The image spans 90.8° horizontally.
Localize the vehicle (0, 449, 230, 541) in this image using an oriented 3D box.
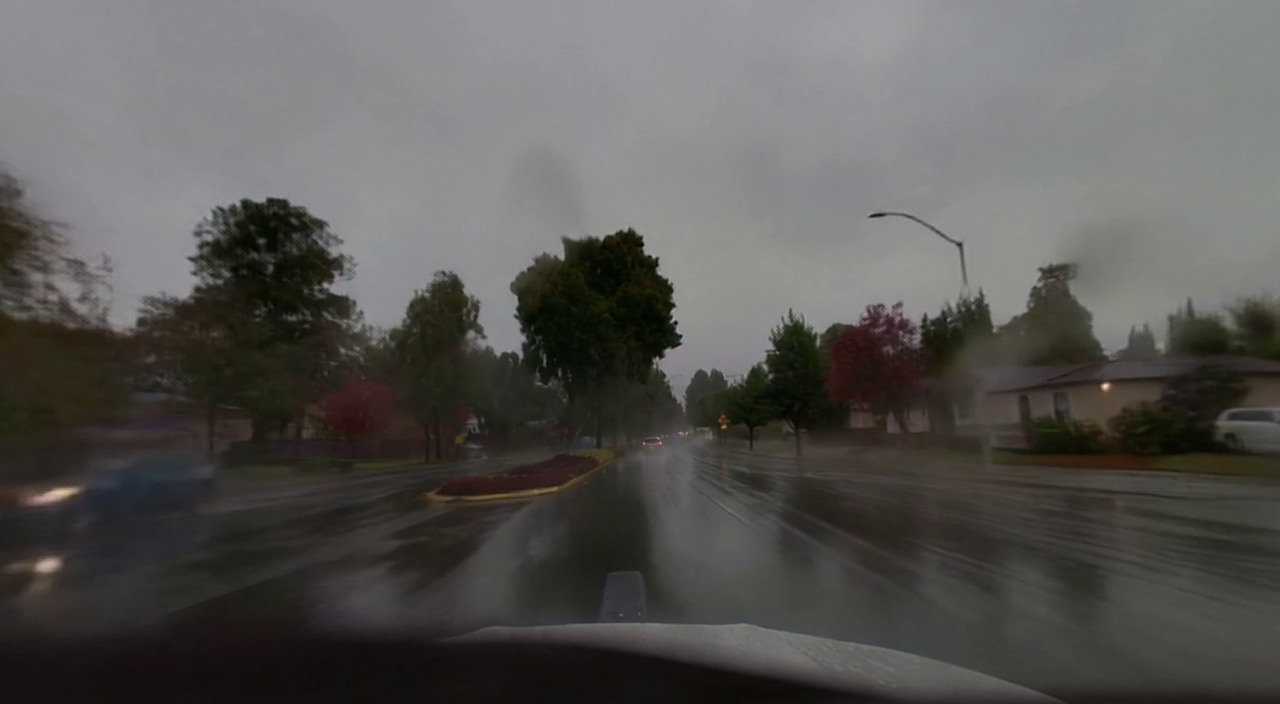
[{"bbox_3d":[-10.619,2.695,12.615,1.960,1.465,4.194,0,-8,1],"label":"vehicle"}]
